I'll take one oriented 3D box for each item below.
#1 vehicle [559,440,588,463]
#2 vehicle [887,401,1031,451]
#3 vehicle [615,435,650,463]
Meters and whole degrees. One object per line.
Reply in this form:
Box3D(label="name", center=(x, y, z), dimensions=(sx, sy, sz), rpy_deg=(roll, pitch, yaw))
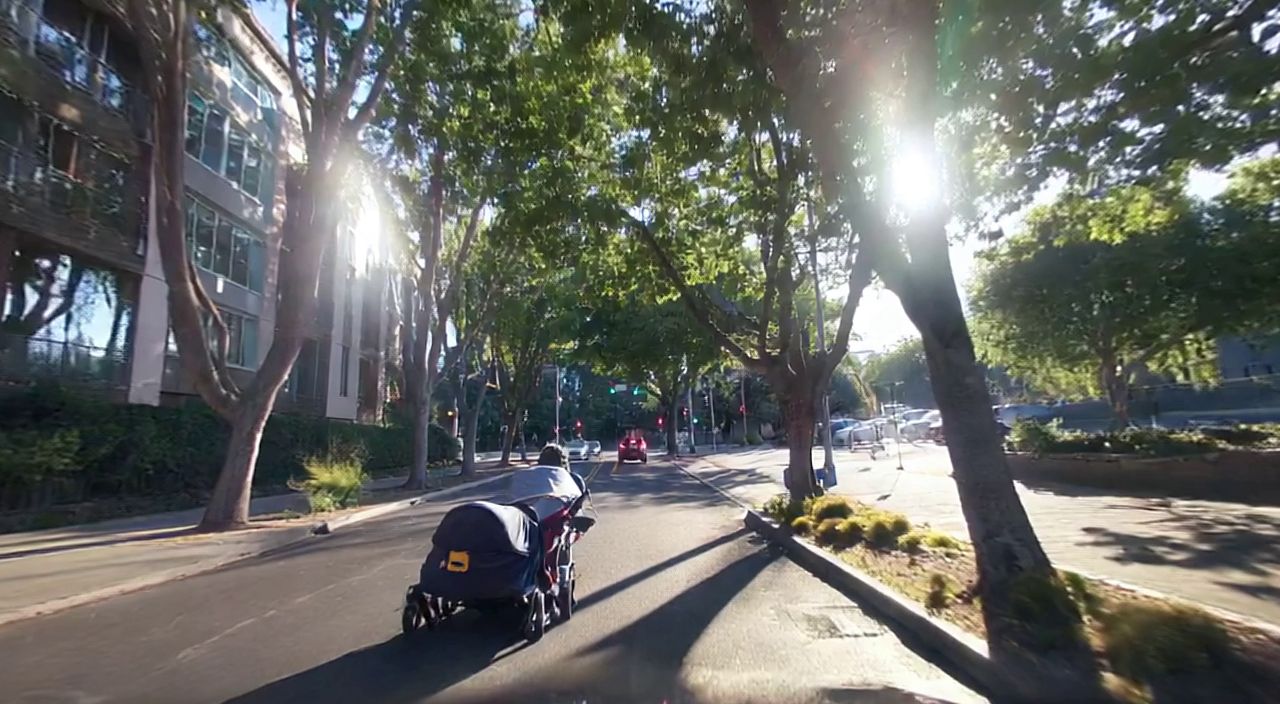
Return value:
Box3D(label="vehicle", center=(-4.657, 7.001, 44.402), dimensions=(1.973, 1.512, 3.524), rpy_deg=(0, -8, -5))
Box3D(label="vehicle", center=(12.012, 2.832, 24.006), dimensions=(4.349, 1.462, 1.982), rpy_deg=(-5, -7, 6))
Box3D(label="vehicle", center=(-0.423, 6.223, 40.502), dimensions=(2.142, 1.686, 3.816), rpy_deg=(-1, -8, 1))
